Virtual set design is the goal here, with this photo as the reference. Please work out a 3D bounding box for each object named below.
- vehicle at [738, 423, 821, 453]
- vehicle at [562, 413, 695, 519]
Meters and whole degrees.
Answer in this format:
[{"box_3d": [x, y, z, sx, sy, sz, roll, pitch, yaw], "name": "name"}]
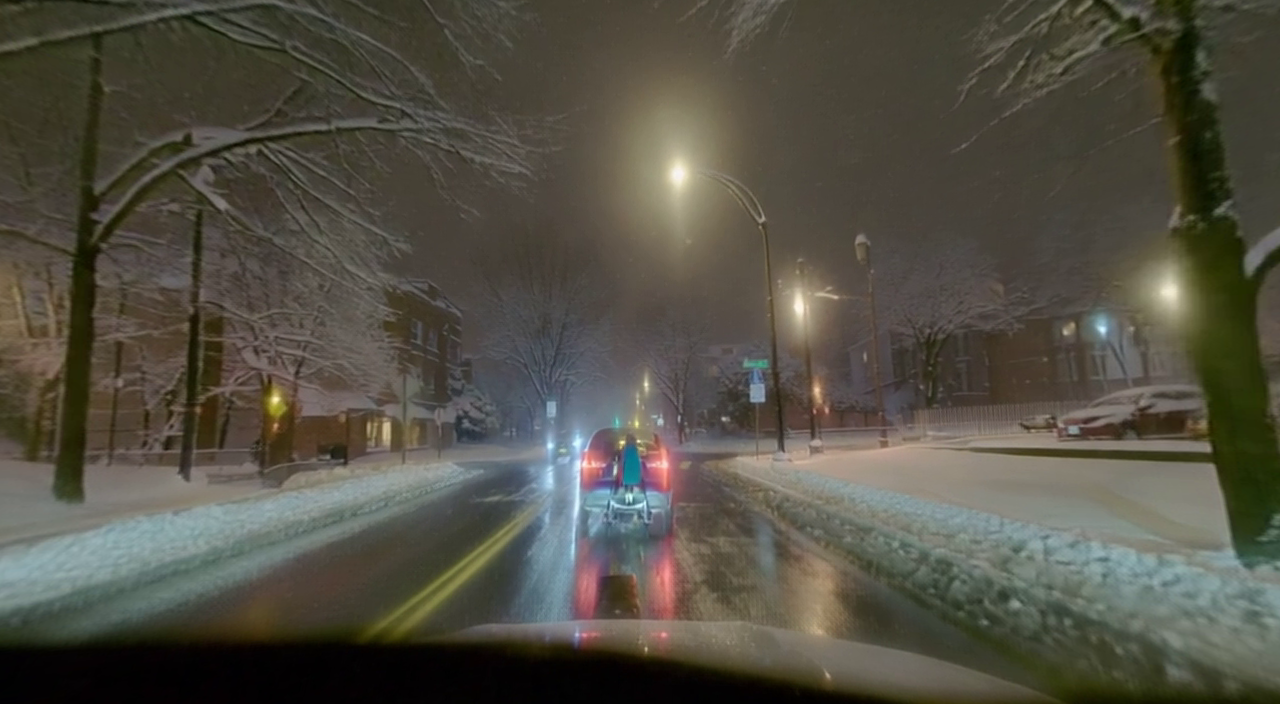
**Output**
[{"box_3d": [8.159, 5.062, 37.110, 4.401, 1.651, 1.966, -1, -8, 1], "name": "vehicle"}, {"box_3d": [-0.167, 2.112, 12.131, 2.142, 1.686, 3.816, -1, -8, 1], "name": "vehicle"}]
